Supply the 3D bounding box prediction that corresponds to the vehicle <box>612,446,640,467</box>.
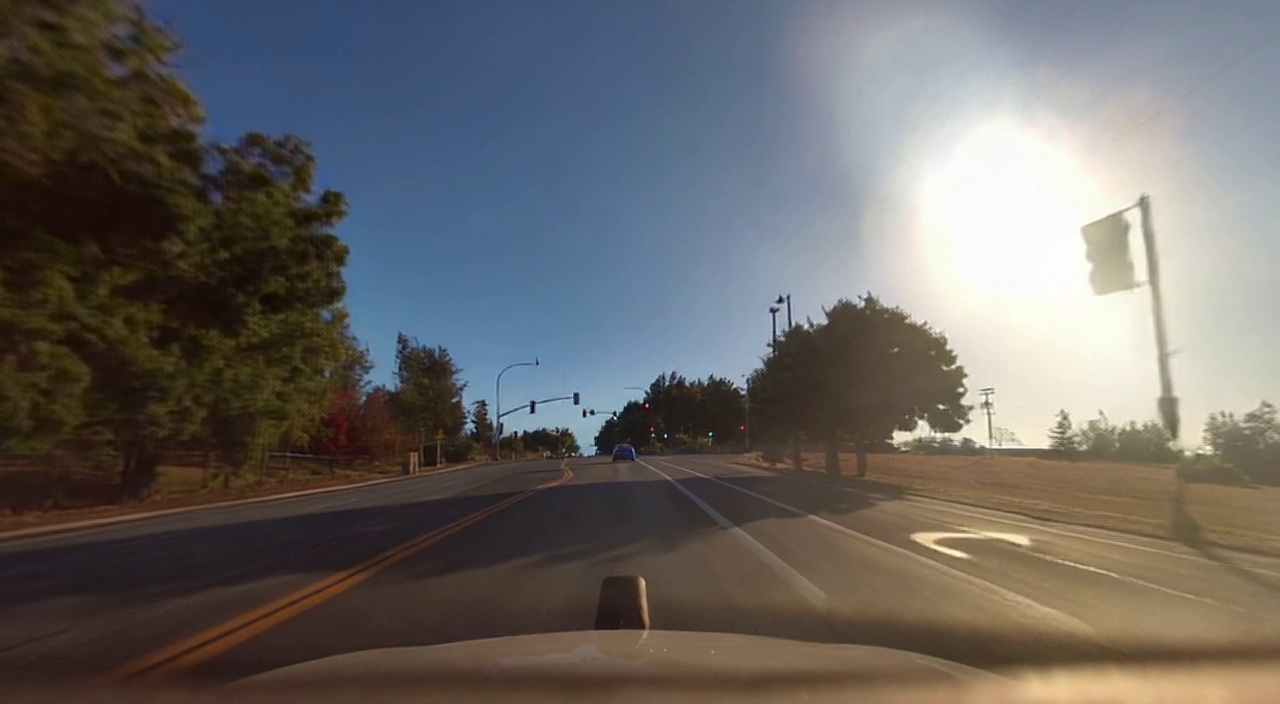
[{"bbox_3d":[-1.113,7.840,47.743,2.042,1.489,3.963,0,-9,-3],"label":"vehicle"}]
